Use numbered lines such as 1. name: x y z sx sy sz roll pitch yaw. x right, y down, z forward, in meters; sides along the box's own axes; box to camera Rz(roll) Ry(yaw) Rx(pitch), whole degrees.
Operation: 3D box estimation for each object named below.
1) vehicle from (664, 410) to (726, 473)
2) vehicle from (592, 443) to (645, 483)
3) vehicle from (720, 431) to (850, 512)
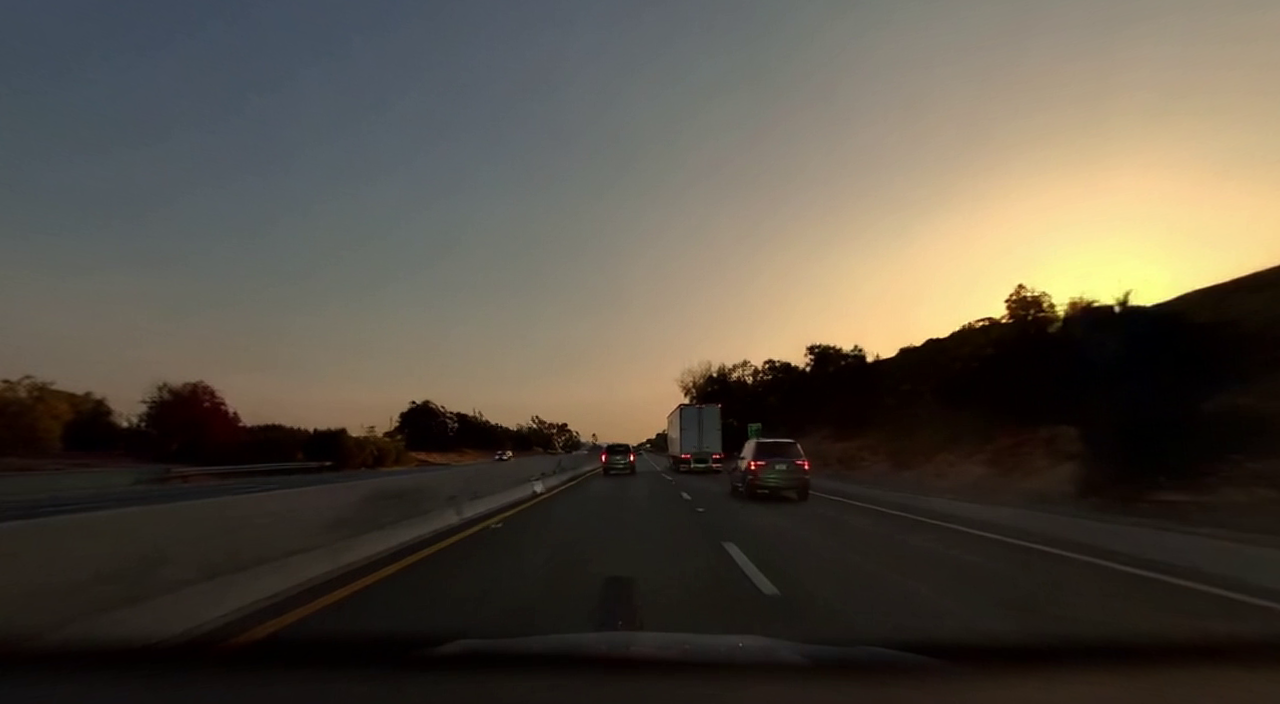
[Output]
1. vehicle: 3.559 6.297 43.833 3.143 3.880 10.117 0 -9 -2
2. vehicle: -0.915 4.971 28.358 2.181 1.653 4.691 0 -9 0
3. vehicle: 3.385 2.907 15.665 2.230 1.715 4.243 0 -9 0
